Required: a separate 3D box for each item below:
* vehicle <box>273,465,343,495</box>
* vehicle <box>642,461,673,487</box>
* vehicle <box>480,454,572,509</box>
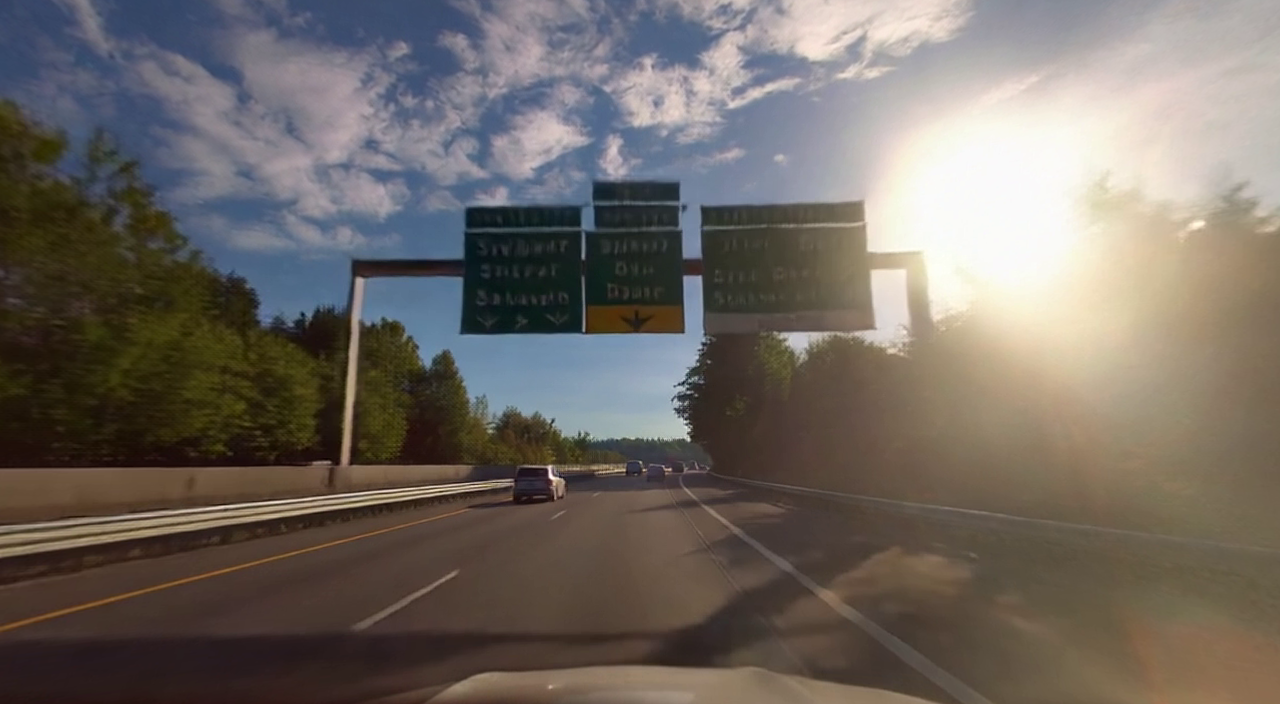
[{"bbox_3d":[-17.587,6.758,33.520,1.660,1.446,3.559,1,-10,1],"label":"vehicle"},{"bbox_3d":[1.202,8.217,42.458,2.000,1.594,3.996,1,-10,2],"label":"vehicle"},{"bbox_3d":[-3.652,4.293,21.125,2.063,1.556,4.740,1,-10,1],"label":"vehicle"}]
